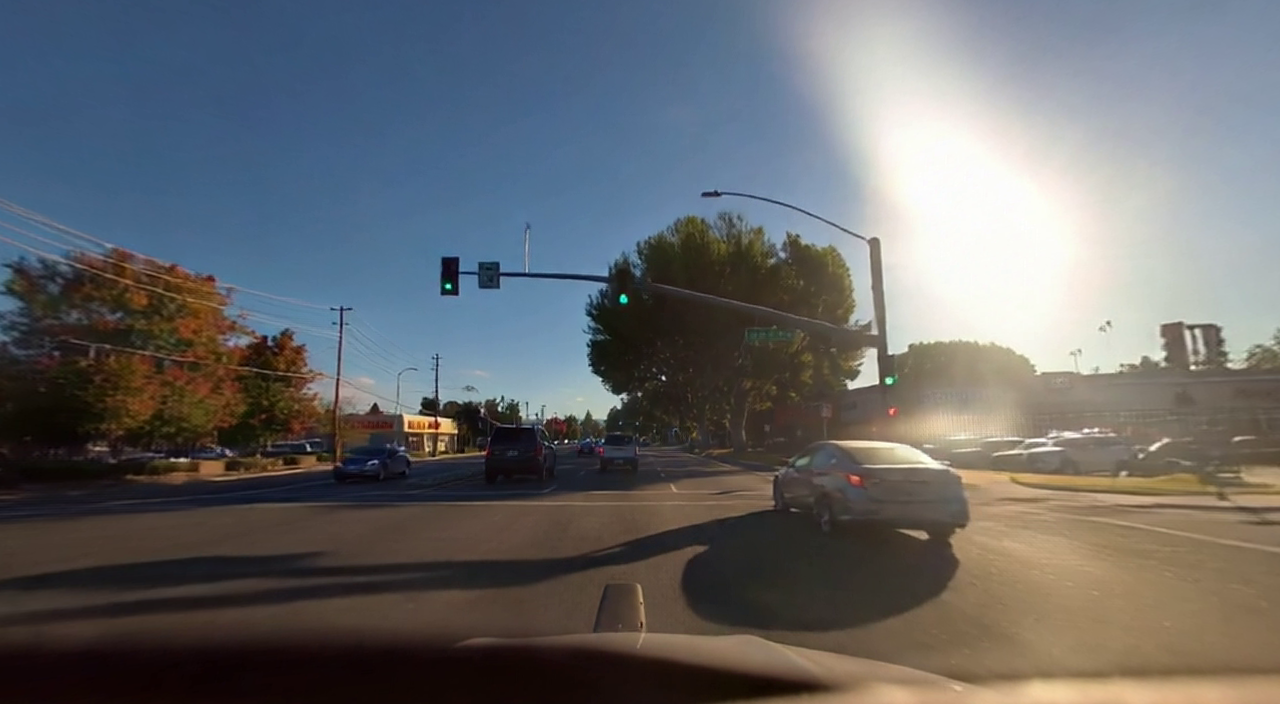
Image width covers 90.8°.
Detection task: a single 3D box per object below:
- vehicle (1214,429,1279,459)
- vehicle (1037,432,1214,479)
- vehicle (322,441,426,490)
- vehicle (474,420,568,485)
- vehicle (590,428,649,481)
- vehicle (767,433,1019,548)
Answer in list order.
[{"bbox_3d":[31.713,4.581,31.496,4.347,1.457,1.785,0,-8,0],"label":"vehicle"},{"bbox_3d":[18.975,4.048,24.892,5.209,1.743,2.081,0,-8,0],"label":"vehicle"},{"bbox_3d":[-9.223,3.930,22.333,1.867,1.427,4.371,-3,-8,-1],"label":"vehicle"},{"bbox_3d":[-4.021,3.529,22.436,2.252,1.999,5.605,0,-8,0],"label":"vehicle"},{"bbox_3d":[-0.737,3.874,23.994,2.061,1.809,4.141,0,-8,-1],"label":"vehicle"},{"bbox_3d":[3.707,2.108,10.384,2.207,1.447,4.418,0,-8,-2],"label":"vehicle"}]
